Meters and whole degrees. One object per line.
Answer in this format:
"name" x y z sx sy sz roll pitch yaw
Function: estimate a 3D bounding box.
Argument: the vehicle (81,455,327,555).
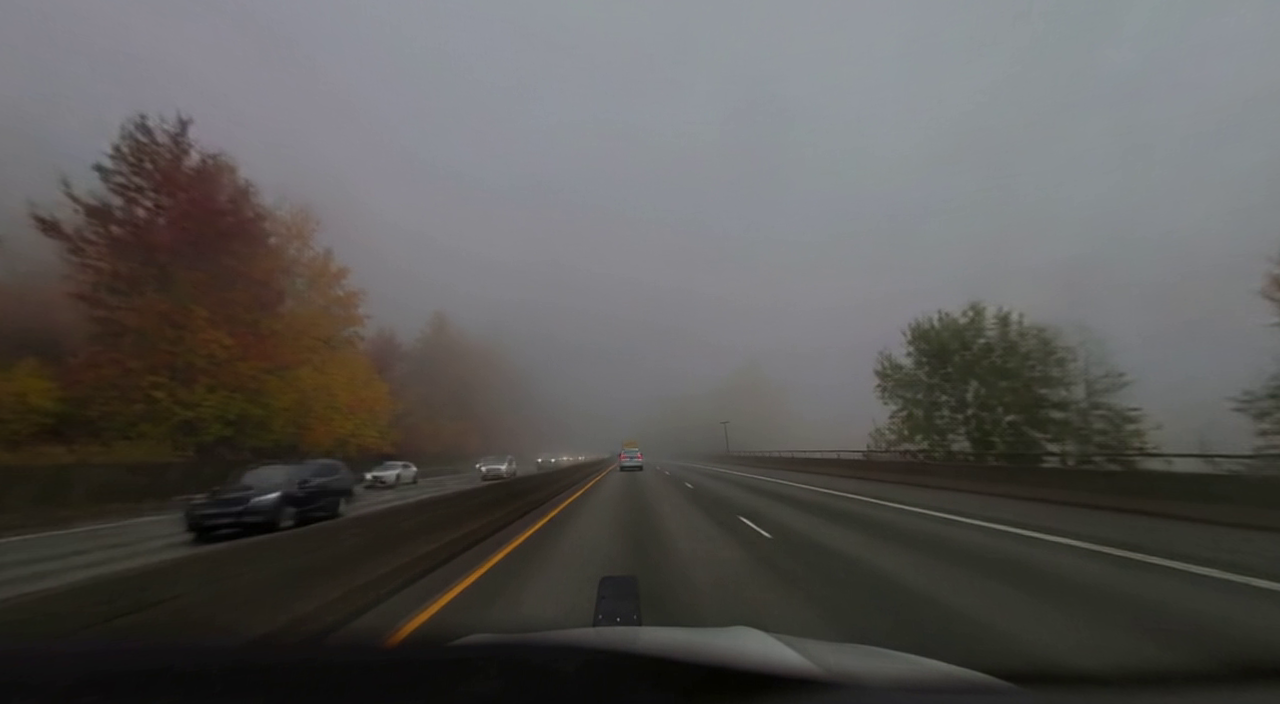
"vehicle" -8.717 3.040 13.168 1.991 1.650 4.391 -1 -9 0

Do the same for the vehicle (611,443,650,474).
"vehicle" -0.556 6.264 36.974 2.168 1.705 4.272 -1 -9 -1

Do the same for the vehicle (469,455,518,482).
"vehicle" -9.120 7.312 39.463 1.933 1.527 4.642 -1 -9 0
